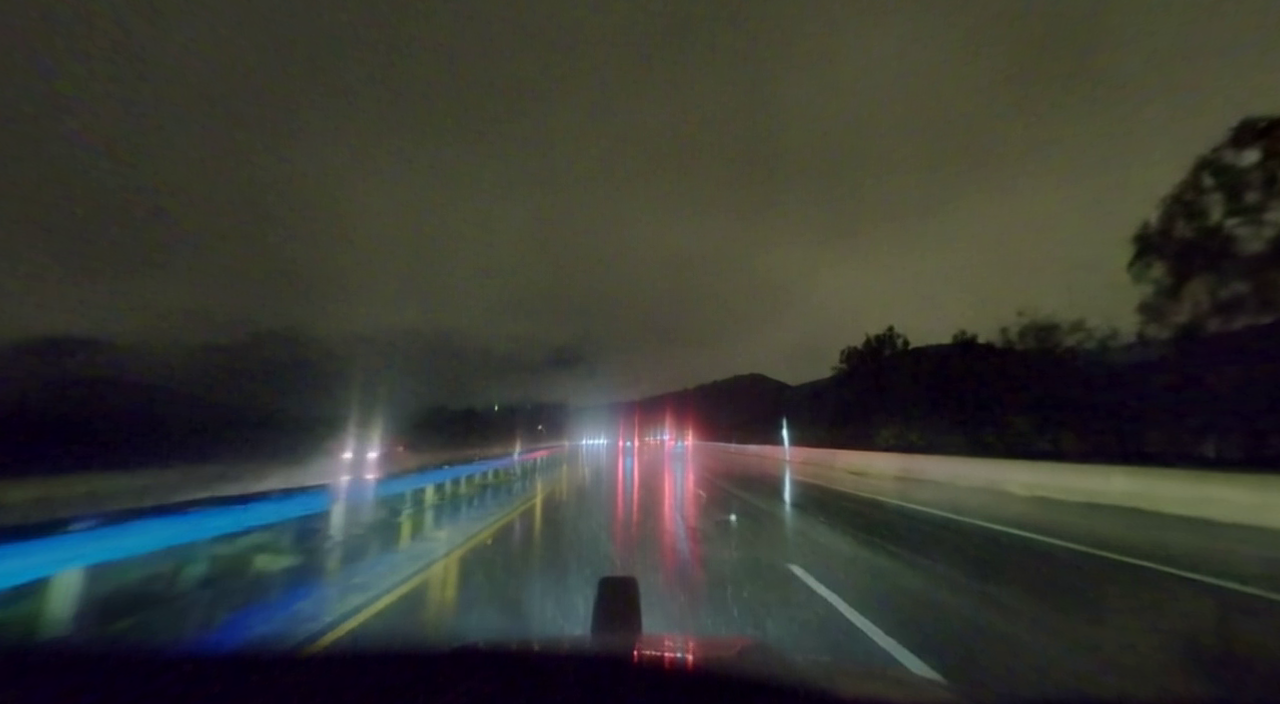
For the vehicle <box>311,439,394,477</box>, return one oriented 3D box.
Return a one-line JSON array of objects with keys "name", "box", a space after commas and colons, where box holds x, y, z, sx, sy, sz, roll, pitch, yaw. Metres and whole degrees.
[{"name": "vehicle", "box": [-13.704, 5.039, 30.355, 1.939, 1.662, 4.341, 0, -8, -1]}]
